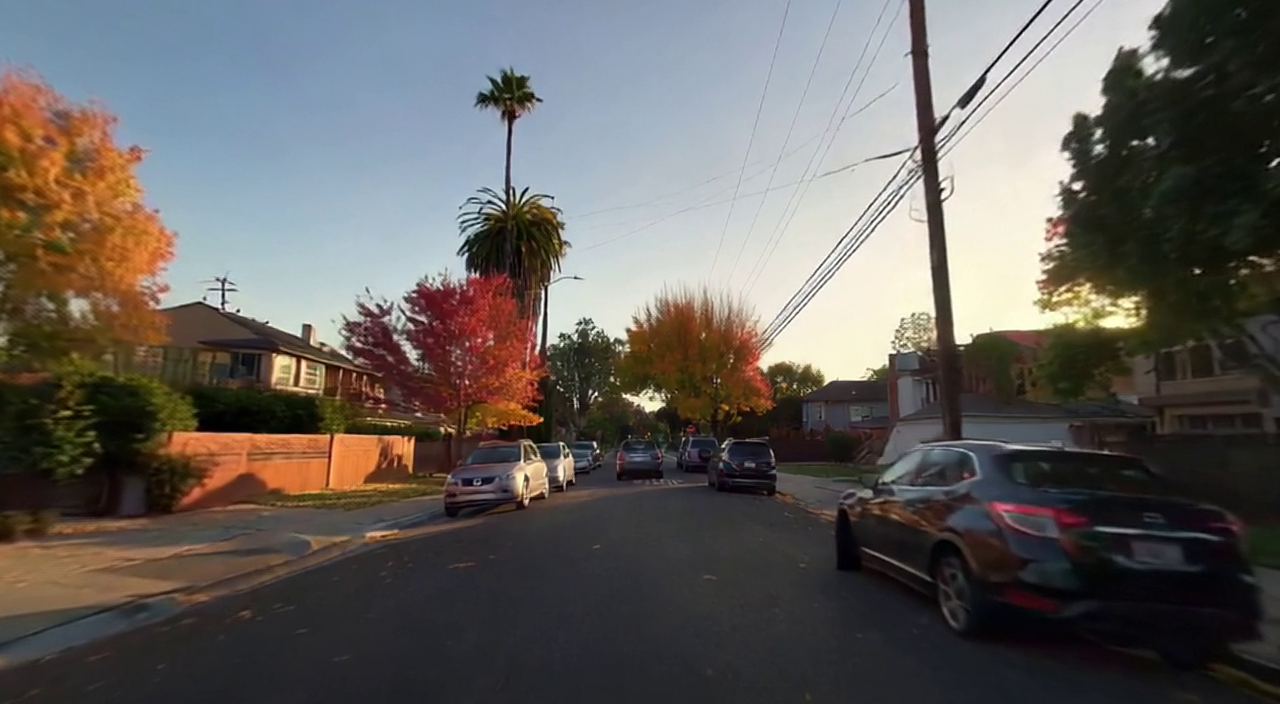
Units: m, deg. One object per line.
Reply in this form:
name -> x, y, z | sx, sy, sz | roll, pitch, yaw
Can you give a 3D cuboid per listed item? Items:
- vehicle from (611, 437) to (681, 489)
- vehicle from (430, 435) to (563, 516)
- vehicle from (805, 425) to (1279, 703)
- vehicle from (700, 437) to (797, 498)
vehicle -> 0.181, 3.519, 20.371 | 2.010, 1.499, 4.107 | 0, -8, 0
vehicle -> -2.985, 2.652, 14.110 | 1.877, 1.521, 4.348 | 0, -8, 1
vehicle -> 2.907, 1.387, 4.980 | 1.961, 1.481, 4.494 | 0, -8, 0
vehicle -> 3.006, 3.292, 18.413 | 1.967, 1.563, 4.237 | 0, -8, -2
